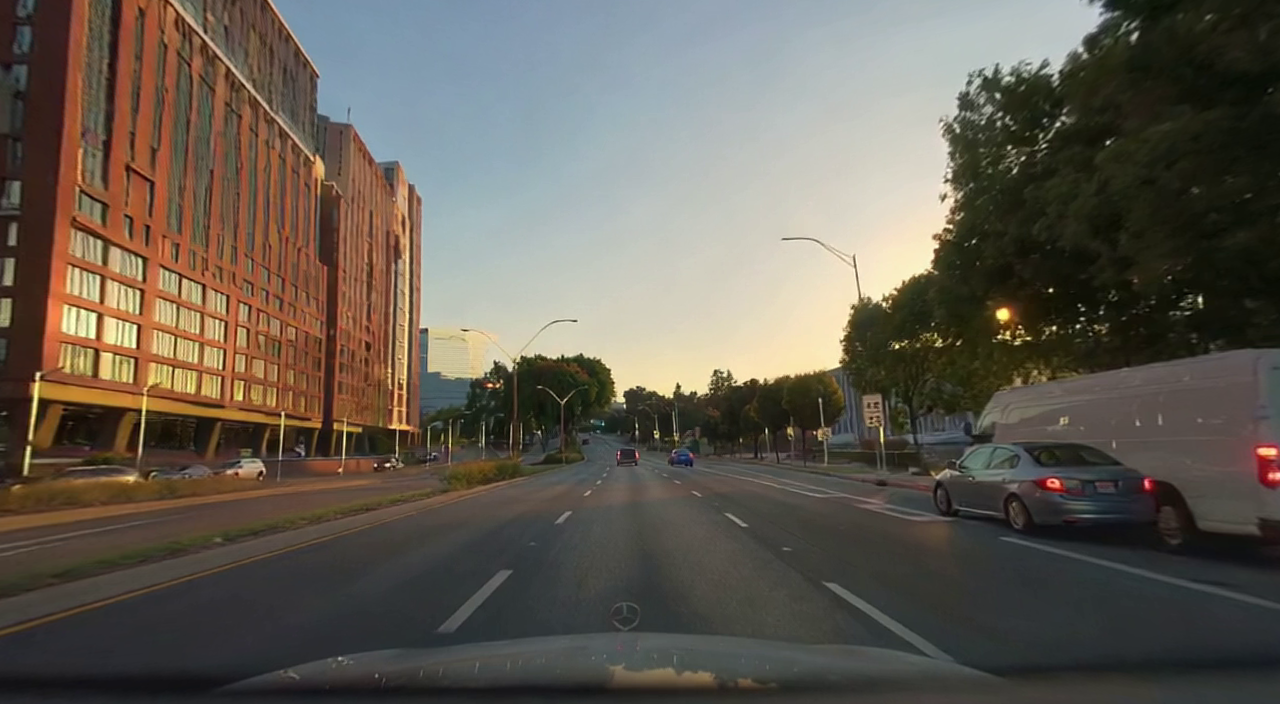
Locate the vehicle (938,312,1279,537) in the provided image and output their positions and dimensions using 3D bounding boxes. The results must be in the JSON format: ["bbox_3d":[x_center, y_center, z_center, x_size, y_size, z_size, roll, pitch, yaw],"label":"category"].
[{"bbox_3d":[12.169,1.874,15.572,3.113,3.594,14.349,-5,-9,2],"label":"vehicle"}]

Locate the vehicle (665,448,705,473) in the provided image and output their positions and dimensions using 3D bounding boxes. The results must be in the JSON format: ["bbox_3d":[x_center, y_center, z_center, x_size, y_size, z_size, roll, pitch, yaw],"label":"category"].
[{"bbox_3d":[2.894,7.108,41.524,2.090,1.506,4.382,0,-8,-3],"label":"vehicle"}]

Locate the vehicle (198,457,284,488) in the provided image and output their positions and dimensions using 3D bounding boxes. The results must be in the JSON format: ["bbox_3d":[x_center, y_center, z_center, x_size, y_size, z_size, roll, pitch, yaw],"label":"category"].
[{"bbox_3d":[-29.767,8.972,47.496,2.474,1.971,6.358,0,-8,-2],"label":"vehicle"}]

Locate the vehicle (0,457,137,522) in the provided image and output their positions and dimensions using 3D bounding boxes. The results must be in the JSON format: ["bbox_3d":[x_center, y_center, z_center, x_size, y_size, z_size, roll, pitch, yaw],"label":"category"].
[{"bbox_3d":[-19.120,4.339,20.425,2.007,1.735,4.384,-1,-8,1],"label":"vehicle"}]

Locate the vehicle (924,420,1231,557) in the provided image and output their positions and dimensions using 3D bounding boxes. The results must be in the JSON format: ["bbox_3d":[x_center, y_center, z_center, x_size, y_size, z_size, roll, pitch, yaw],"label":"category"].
[{"bbox_3d":[6.667,2.091,10.455,2.017,1.743,4.453,-1,-8,3],"label":"vehicle"}]

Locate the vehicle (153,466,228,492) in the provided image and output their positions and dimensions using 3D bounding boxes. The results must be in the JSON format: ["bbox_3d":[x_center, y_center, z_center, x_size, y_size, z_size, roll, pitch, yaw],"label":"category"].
[{"bbox_3d":[-29.658,8.383,41.869,1.742,1.473,4.529,0,-8,-2],"label":"vehicle"}]
